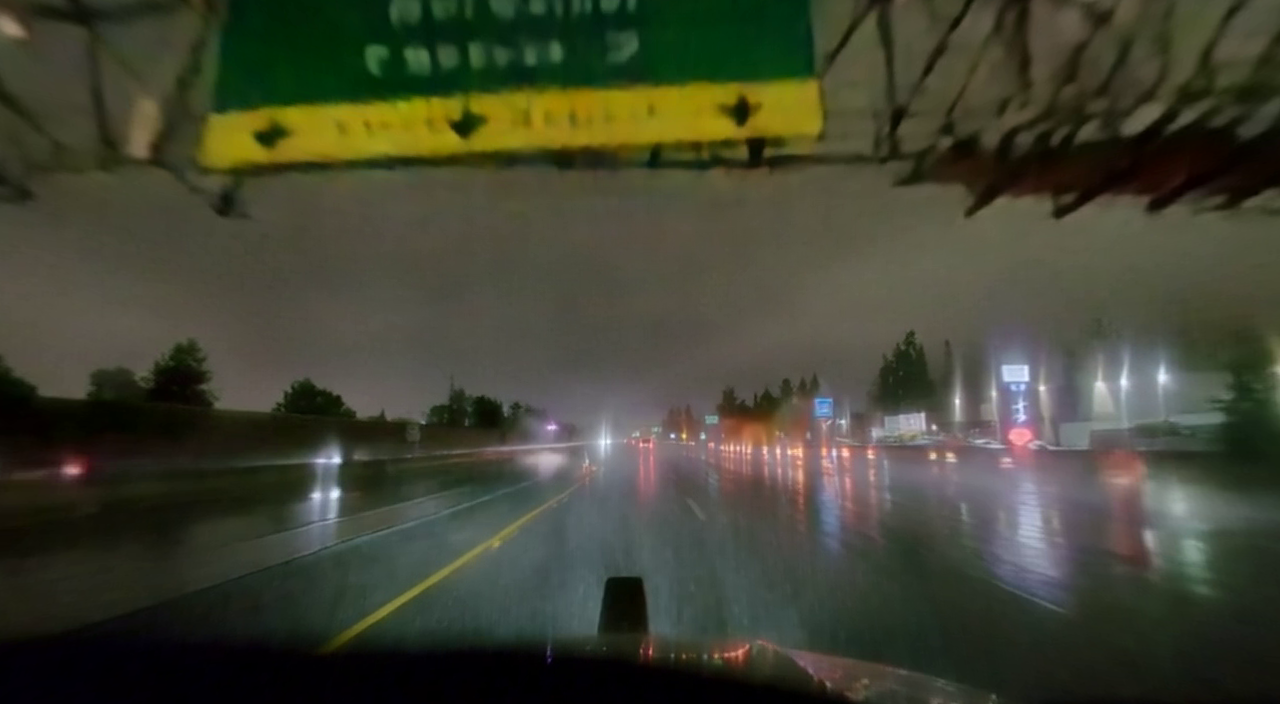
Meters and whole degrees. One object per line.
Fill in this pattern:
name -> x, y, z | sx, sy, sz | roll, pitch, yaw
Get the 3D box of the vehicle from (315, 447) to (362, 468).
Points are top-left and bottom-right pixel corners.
vehicle -> -19.908, 6.958, 41.735 | 1.482, 1.344, 3.313 | 0, -8, -1
